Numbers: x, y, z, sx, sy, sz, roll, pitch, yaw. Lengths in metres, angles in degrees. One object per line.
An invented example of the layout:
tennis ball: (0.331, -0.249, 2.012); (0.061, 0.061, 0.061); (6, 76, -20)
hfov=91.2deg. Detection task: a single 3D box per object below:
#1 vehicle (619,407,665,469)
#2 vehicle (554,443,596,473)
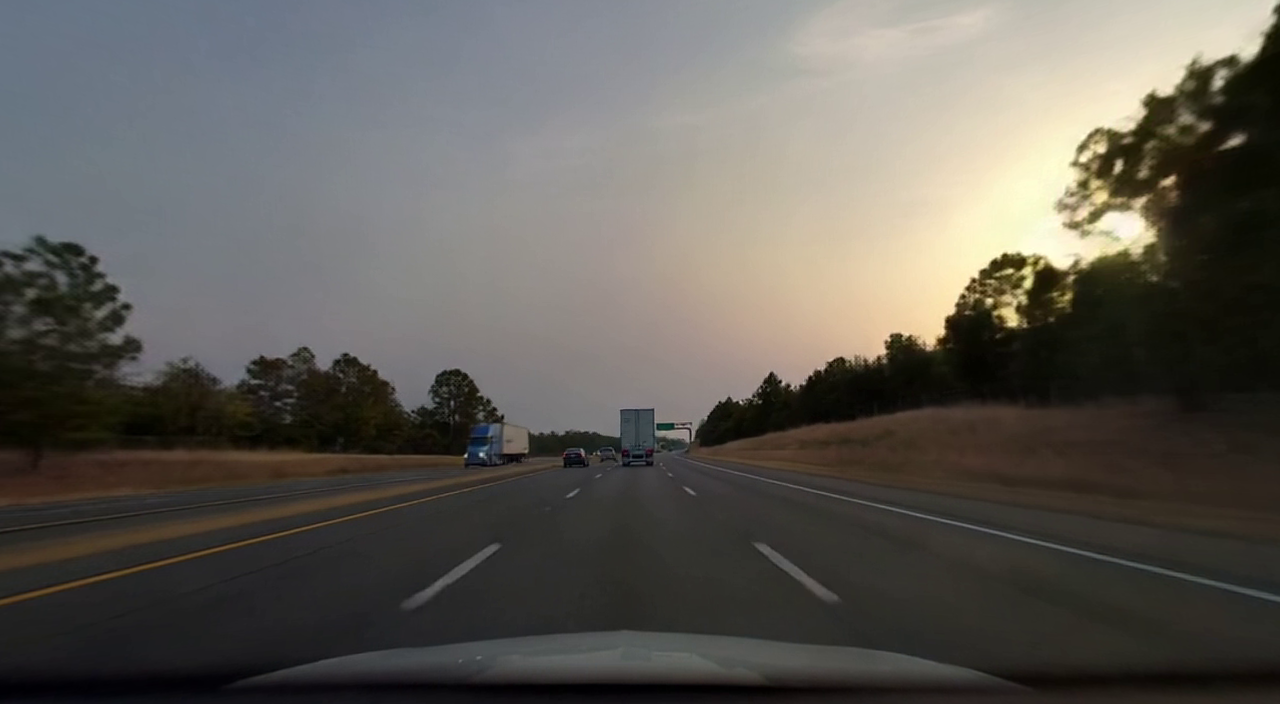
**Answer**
vehicle: (0.031, 6.581, 47.308); (3.100, 4.091, 10.664); (0, -9, -1)
vehicle: (-3.747, 6.207, 36.821); (2.112, 1.645, 4.129); (0, -9, -1)
